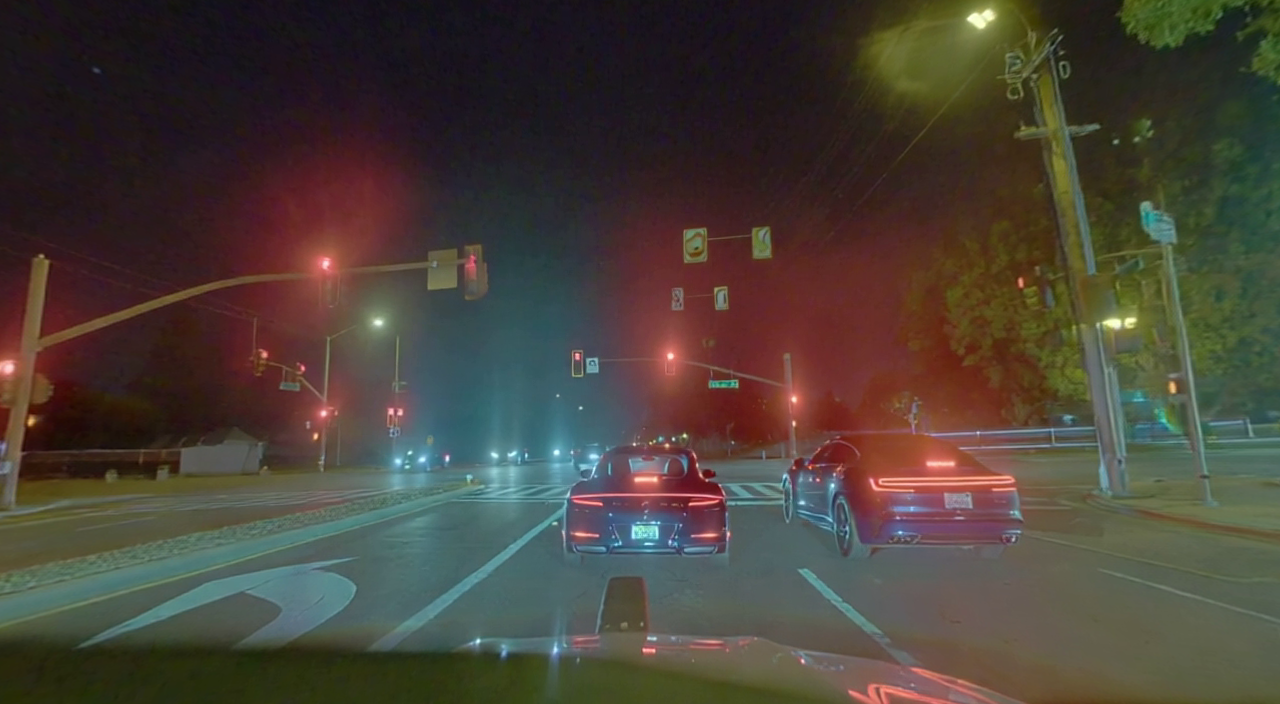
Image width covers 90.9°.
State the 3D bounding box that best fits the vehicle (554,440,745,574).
[{"bbox_3d":[0.113,1.868,8.392,1.945,1.343,3.827,0,-8,1],"label":"vehicle"}]

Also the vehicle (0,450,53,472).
[{"bbox_3d":[-46.258,7.950,46.139,4.545,1.558,1.833,0,-8,-3],"label":"vehicle"}]

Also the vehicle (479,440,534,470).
[{"bbox_3d":[-7.990,6.220,38.271,2.091,1.651,4.870,-1,-8,2],"label":"vehicle"}]

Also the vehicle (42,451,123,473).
[{"bbox_3d":[-41.312,8.141,46.781,4.195,1.533,1.752,0,-8,-3],"label":"vehicle"}]

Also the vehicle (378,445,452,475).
[{"bbox_3d":[-11.716,5.627,33.191,2.053,1.436,4.494,-1,-8,2],"label":"vehicle"}]

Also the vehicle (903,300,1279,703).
[{"bbox_3d":[3.104,0.800,2.526,2.143,1.759,4.531,0,-8,0],"label":"vehicle"}]
